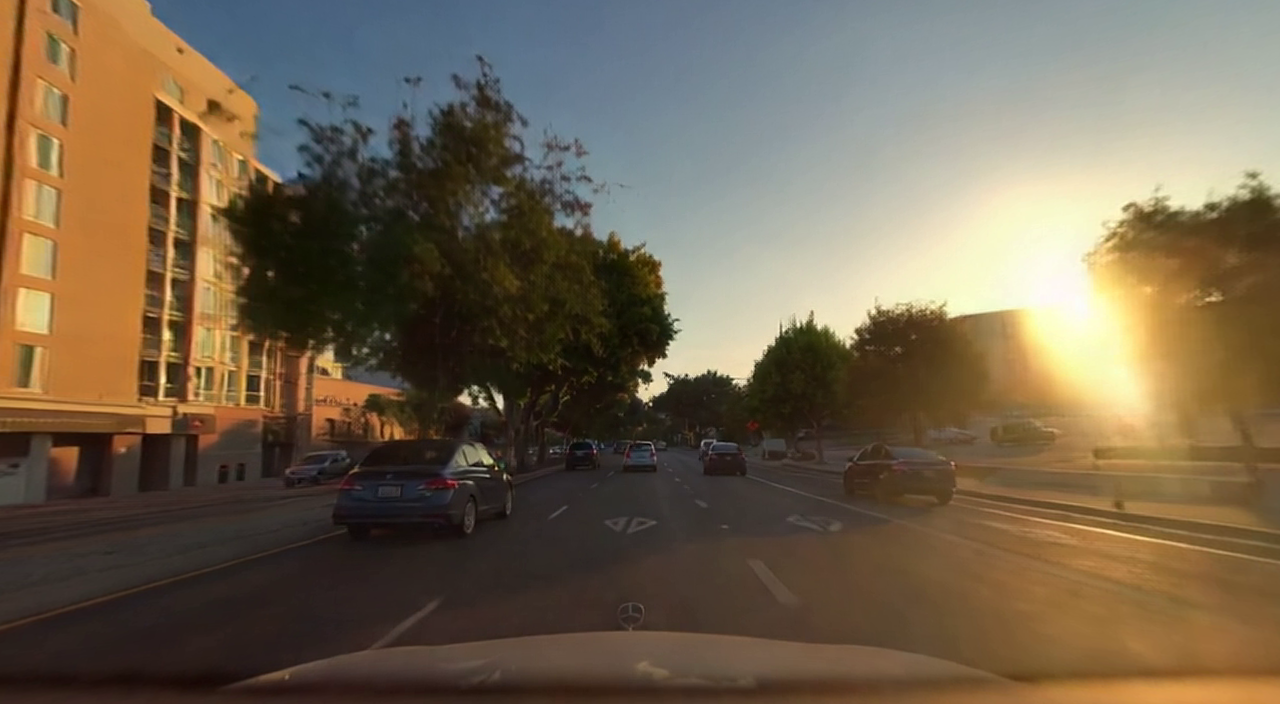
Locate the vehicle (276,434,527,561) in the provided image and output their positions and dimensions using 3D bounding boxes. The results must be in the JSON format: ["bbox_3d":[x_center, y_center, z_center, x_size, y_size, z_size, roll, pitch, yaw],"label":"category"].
[{"bbox_3d":[-3.226,2.064,9.731,2.095,1.486,4.411,0,-9,1],"label":"vehicle"}]

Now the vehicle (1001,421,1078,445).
[{"bbox_3d":[26.201,5.334,41.311,4.674,1.489,2.008,4,-10,-26],"label":"vehicle"}]

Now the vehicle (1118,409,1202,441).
[{"bbox_3d":[26.459,3.758,32.020,4.617,1.459,1.819,5,-10,-33],"label":"vehicle"}]

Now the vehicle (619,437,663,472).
[{"bbox_3d":[0.052,5.747,35.466,2.304,1.795,4.526,0,-9,0],"label":"vehicle"}]

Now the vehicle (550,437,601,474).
[{"bbox_3d":[-3.295,5.448,33.276,2.117,1.799,4.442,0,-9,1],"label":"vehicle"}]

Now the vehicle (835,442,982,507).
[{"bbox_3d":[6.890,3.162,16.803,1.865,1.458,4.605,0,-9,0],"label":"vehicle"}]

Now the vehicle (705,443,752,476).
[{"bbox_3d":[4.251,5.227,30.866,1.884,1.458,4.245,-1,-9,3],"label":"vehicle"}]
